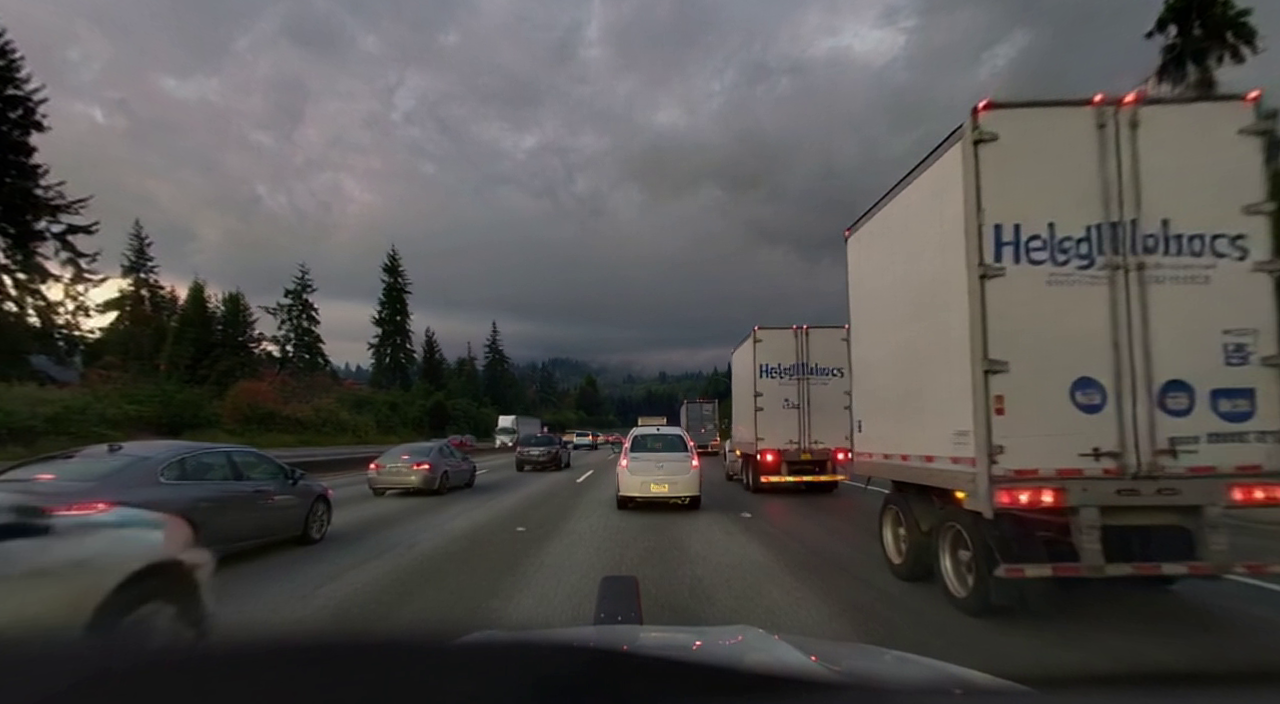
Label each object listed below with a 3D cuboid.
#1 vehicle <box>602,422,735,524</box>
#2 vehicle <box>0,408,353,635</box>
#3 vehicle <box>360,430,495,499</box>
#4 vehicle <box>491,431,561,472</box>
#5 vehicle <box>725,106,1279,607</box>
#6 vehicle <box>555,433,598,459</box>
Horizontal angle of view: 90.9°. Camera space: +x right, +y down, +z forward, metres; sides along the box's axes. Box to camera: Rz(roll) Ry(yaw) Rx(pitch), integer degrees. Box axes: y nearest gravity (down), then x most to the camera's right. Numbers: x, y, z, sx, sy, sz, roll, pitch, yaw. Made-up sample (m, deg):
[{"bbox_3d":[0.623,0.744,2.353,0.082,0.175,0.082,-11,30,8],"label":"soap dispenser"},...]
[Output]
[{"bbox_3d":[0.394,2.045,11.191,1.973,1.505,3.568,0,-8,-1],"label":"vehicle"},{"bbox_3d":[-4.575,1.388,6.133,1.821,1.514,3.677,0,-8,0],"label":"vehicle"},{"bbox_3d":[-5.006,2.685,15.521,1.880,1.458,3.978,0,-8,1],"label":"vehicle"},{"bbox_3d":[-4.486,3.979,25.449,1.887,1.493,4.411,0,-8,1],"label":"vehicle"},{"bbox_3d":[4.082,0.891,12.085,2.817,3.989,14.321,0,-8,0],"label":"vehicle"},{"bbox_3d":[-3.752,5.693,38.255,2.005,1.475,4.466,0,-8,2],"label":"vehicle"}]
